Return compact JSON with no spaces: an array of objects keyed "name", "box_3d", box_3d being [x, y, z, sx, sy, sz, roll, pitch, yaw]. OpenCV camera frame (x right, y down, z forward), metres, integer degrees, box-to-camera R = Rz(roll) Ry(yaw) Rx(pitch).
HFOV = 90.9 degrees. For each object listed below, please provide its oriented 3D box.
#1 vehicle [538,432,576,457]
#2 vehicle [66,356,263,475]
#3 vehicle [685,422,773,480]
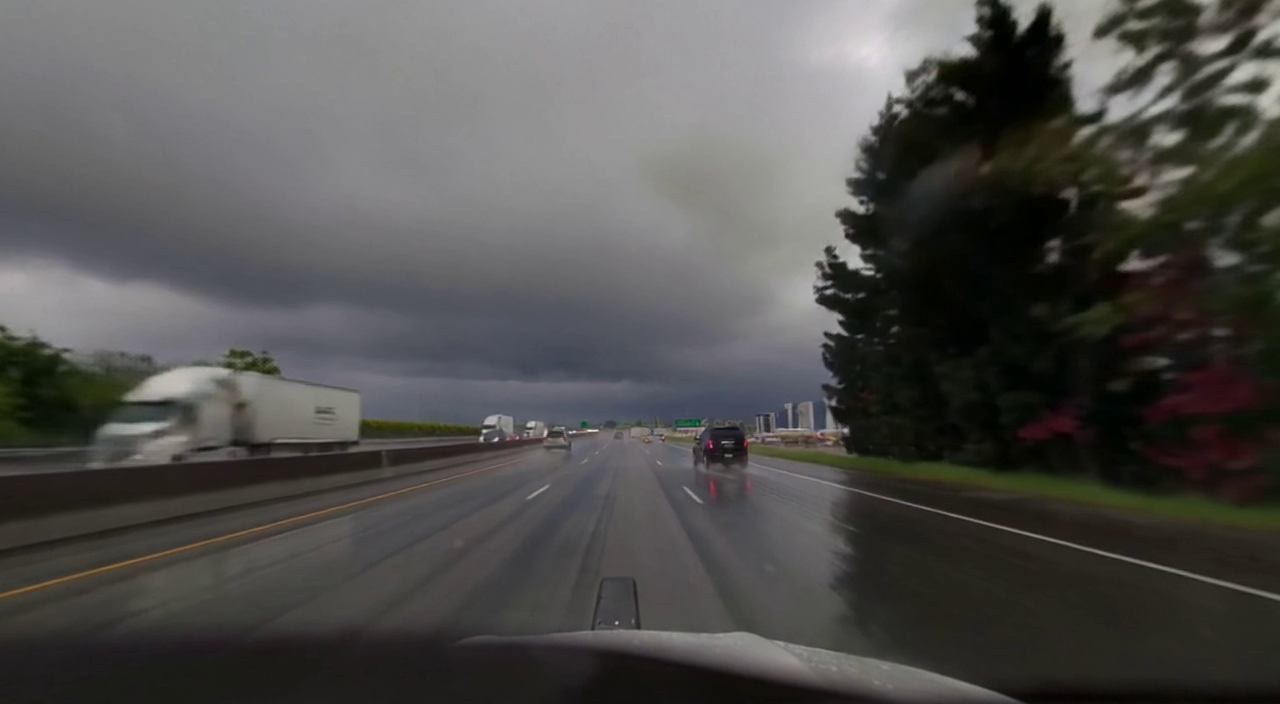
[{"name":"vehicle","box_3d":[-5.291,5.952,40.702,1.996,1.518,4.229,0,-8,-2]},{"name":"vehicle","box_3d":[-17.713,2.515,24.115,2.971,4.001,5.802,0,-8,-3]},{"name":"vehicle","box_3d":[2.701,3.141,20.226,2.022,1.637,4.229,0,-8,-3]}]
